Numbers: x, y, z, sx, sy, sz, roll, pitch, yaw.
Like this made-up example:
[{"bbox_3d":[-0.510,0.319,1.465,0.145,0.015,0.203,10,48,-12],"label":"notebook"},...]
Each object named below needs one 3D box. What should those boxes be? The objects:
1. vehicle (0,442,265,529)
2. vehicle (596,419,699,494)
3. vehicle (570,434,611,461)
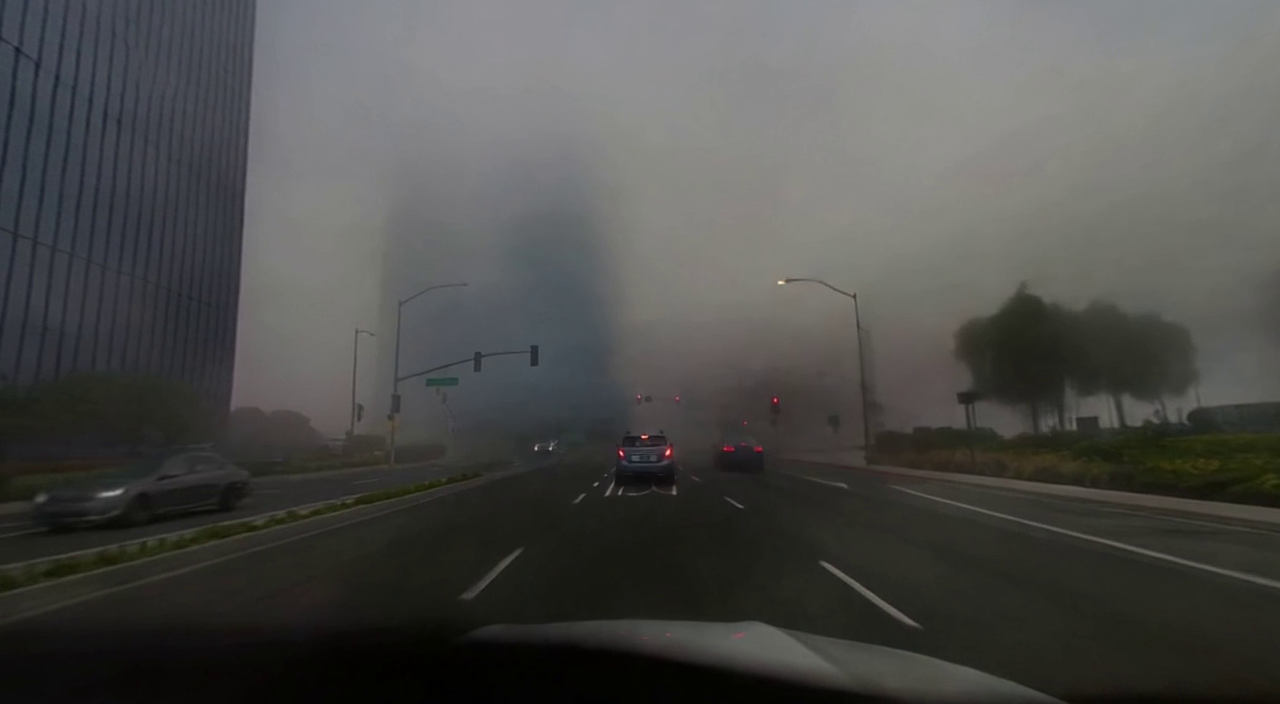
[{"bbox_3d":[-10.636,2.763,13.697,1.967,1.552,4.536,0,-9,3],"label":"vehicle"},{"bbox_3d":[0.202,2.973,18.180,2.601,1.878,4.535,0,-9,0],"label":"vehicle"},{"bbox_3d":[-3.031,5.981,39.476,2.103,1.569,3.861,0,-9,2],"label":"vehicle"}]
